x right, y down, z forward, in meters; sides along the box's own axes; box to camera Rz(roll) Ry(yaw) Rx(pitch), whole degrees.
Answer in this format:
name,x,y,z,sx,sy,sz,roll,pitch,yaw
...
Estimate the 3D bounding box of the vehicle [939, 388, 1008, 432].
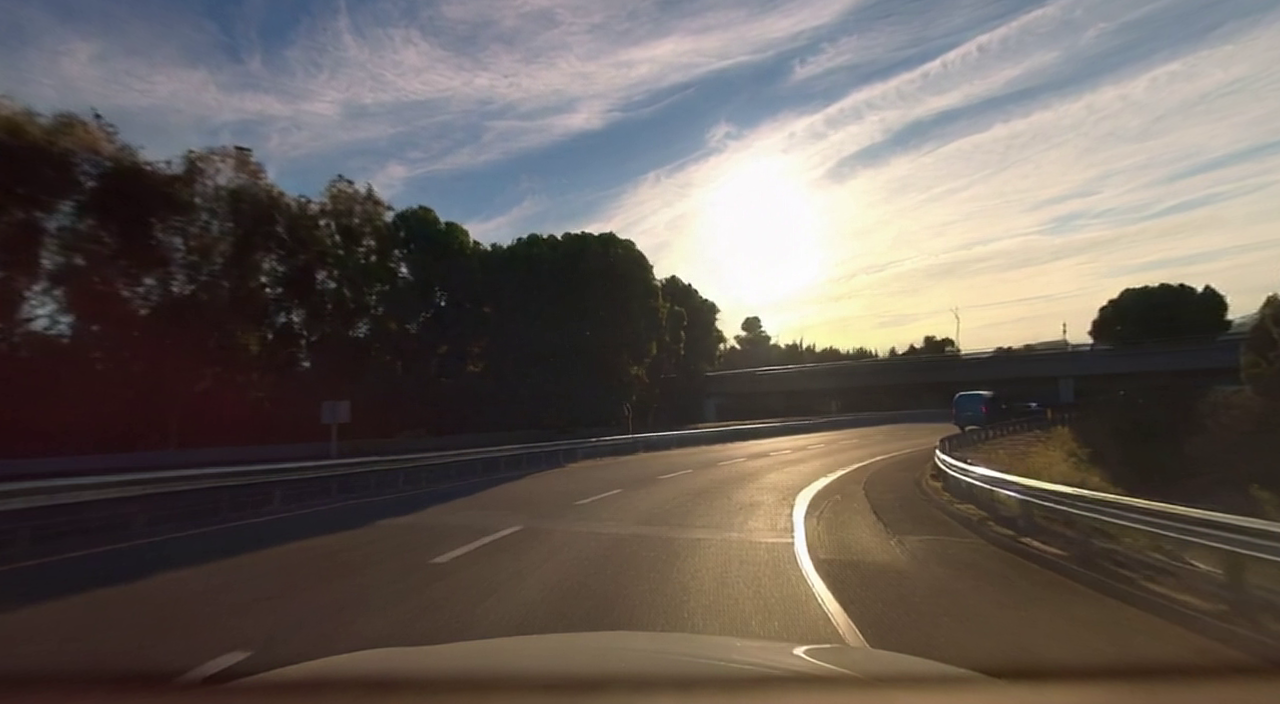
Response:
name,x,y,z,sx,sy,sz,roll,pitch,yaw
vehicle,21.601,3.835,40.700,5.330,2.577,2.352,7,-11,-44
